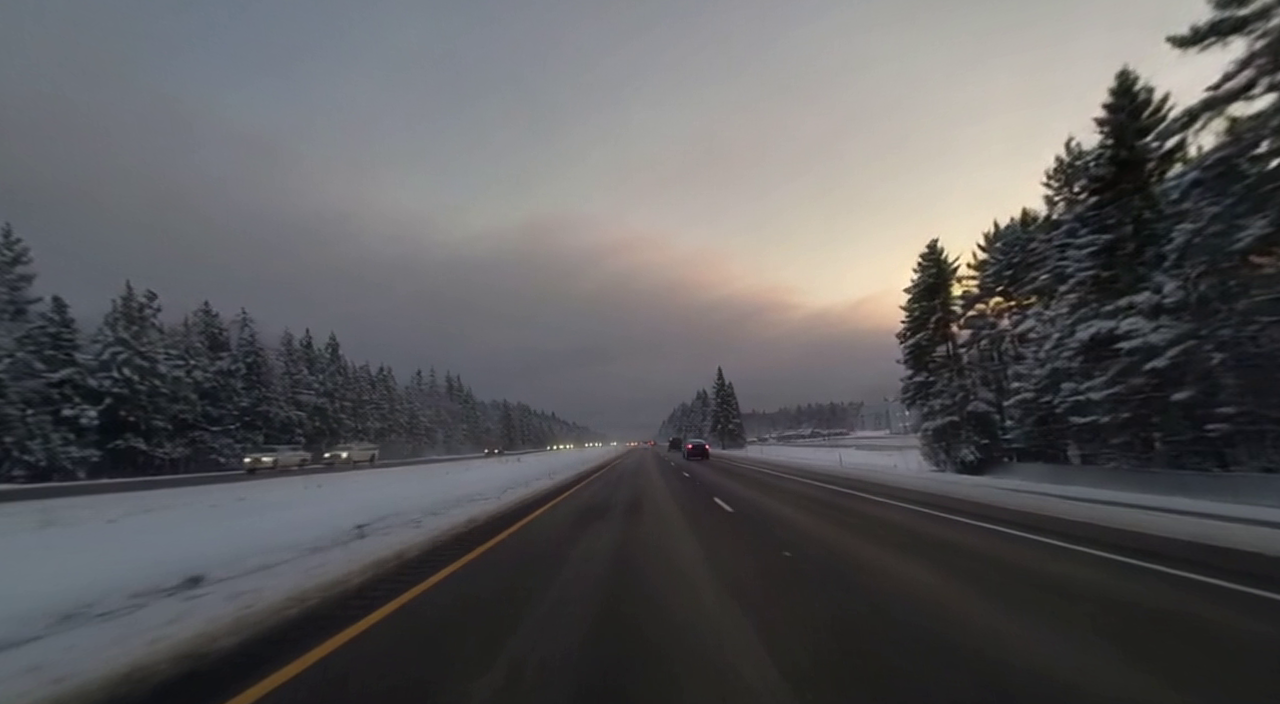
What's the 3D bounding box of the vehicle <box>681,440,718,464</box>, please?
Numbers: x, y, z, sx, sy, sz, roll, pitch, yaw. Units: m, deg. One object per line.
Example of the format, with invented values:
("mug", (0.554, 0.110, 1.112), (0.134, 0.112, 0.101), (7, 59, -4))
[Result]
("vehicle", (3.938, 6.698, 42.343), (2.062, 1.518, 4.026), (0, -8, -1))
